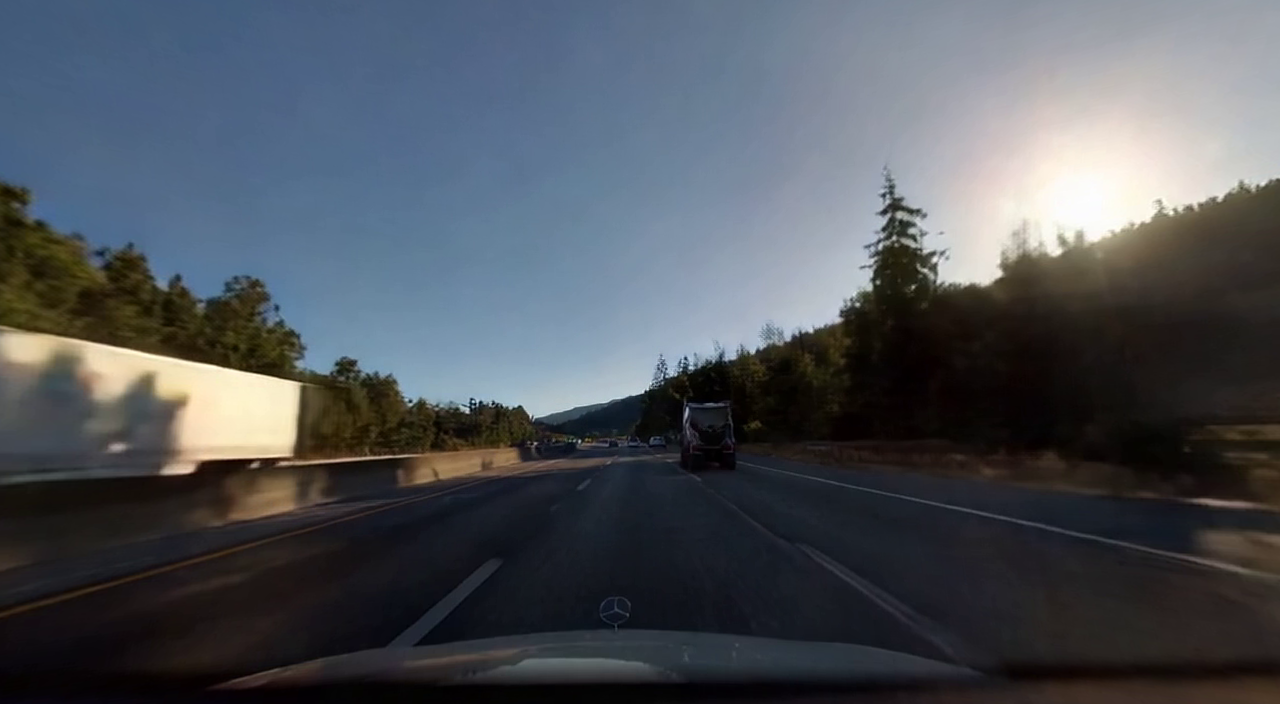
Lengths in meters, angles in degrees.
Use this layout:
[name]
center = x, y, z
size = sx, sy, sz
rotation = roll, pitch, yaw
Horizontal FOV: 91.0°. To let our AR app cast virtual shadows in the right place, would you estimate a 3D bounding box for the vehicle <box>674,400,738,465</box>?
[vehicle]
center = 3.672, 4.718, 36.779
size = 2.766, 3.349, 7.796
rotation = 0, -8, -1
